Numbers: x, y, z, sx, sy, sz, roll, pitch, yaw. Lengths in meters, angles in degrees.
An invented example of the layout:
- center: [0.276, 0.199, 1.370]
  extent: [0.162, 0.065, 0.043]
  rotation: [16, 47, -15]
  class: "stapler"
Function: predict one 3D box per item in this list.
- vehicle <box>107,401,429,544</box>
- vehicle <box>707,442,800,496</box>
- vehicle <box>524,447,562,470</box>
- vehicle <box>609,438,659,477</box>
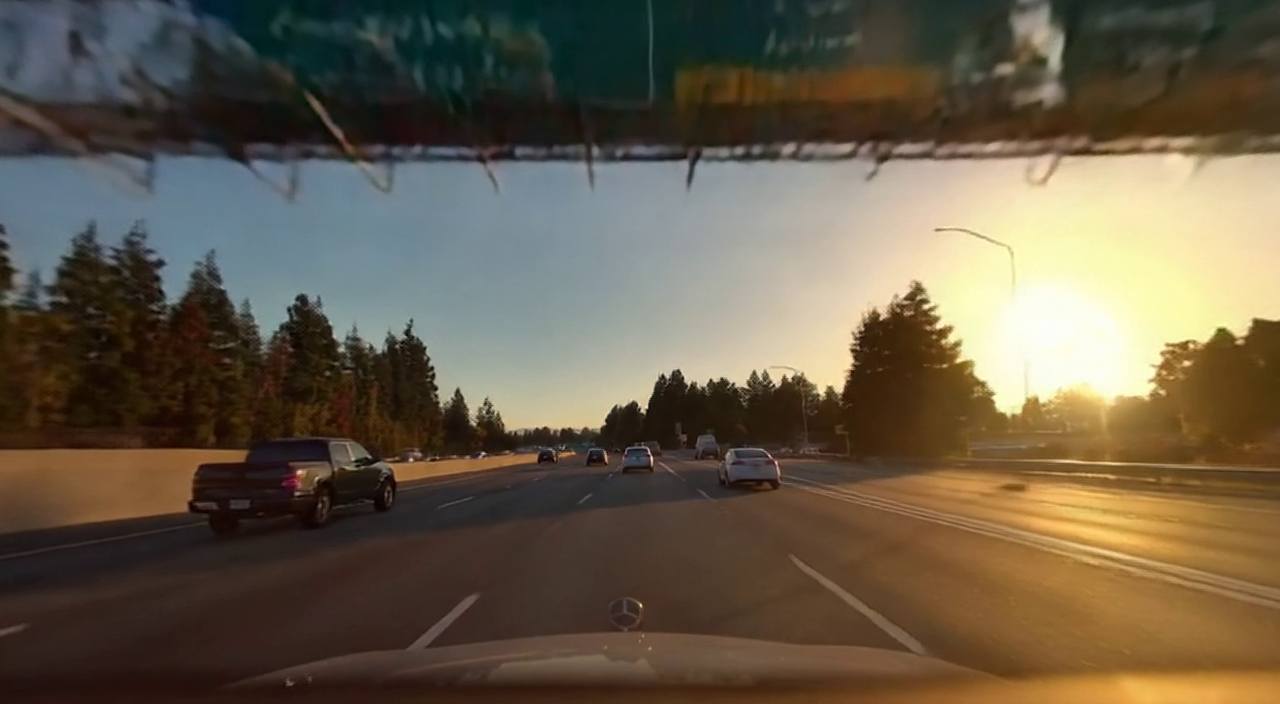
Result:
- center: [-6.324, 2.165, 12.117]
  extent: [2.444, 2.012, 6.122]
  rotation: [0, -8, 0]
  class: "vehicle"
- center: [3.369, 3.556, 19.605]
  extent: [2.011, 1.462, 4.286]
  rotation: [0, -8, -1]
  class: "vehicle"
- center: [-6.711, 7.403, 44.129]
  extent: [1.920, 1.482, 4.385]
  rotation: [0, -8, 0]
  class: "vehicle"
- center: [-0.292, 5.282, 32.001]
  extent: [2.323, 1.805, 4.729]
  rotation: [0, -8, 0]
  class: "vehicle"
